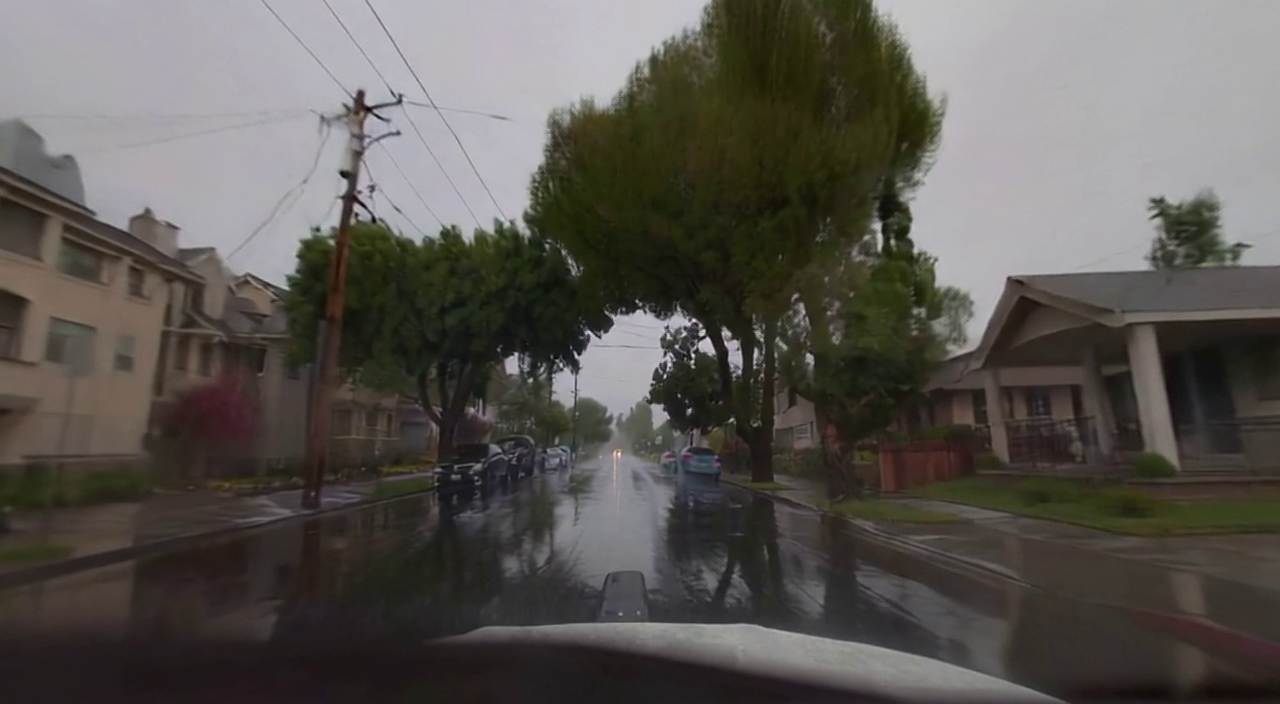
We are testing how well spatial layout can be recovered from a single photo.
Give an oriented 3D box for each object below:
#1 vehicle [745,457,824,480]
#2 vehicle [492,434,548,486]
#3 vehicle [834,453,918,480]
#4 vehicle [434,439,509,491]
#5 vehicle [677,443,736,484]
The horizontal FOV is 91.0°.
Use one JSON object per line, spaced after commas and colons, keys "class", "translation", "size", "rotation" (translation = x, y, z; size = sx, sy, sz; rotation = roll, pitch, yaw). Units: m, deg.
{"class": "vehicle", "translation": [9.802, 7.929, 42.981], "size": [4.850, 1.506, 1.971], "rotation": [0, -8, 0]}
{"class": "vehicle", "translation": [-7.226, 6.739, 38.496], "size": [2.153, 1.982, 6.150], "rotation": [-5, -19, -1]}
{"class": "vehicle", "translation": [13.680, 6.651, 36.655], "size": [4.107, 1.481, 1.831], "rotation": [0, -8, -2]}
{"class": "vehicle", "translation": [-7.170, 4.987, 27.283], "size": [1.947, 1.480, 4.330], "rotation": [-3, -19, 1]}
{"class": "vehicle", "translation": [3.083, 5.292, 30.333], "size": [2.159, 1.760, 5.345], "rotation": [0, -8, -1]}
